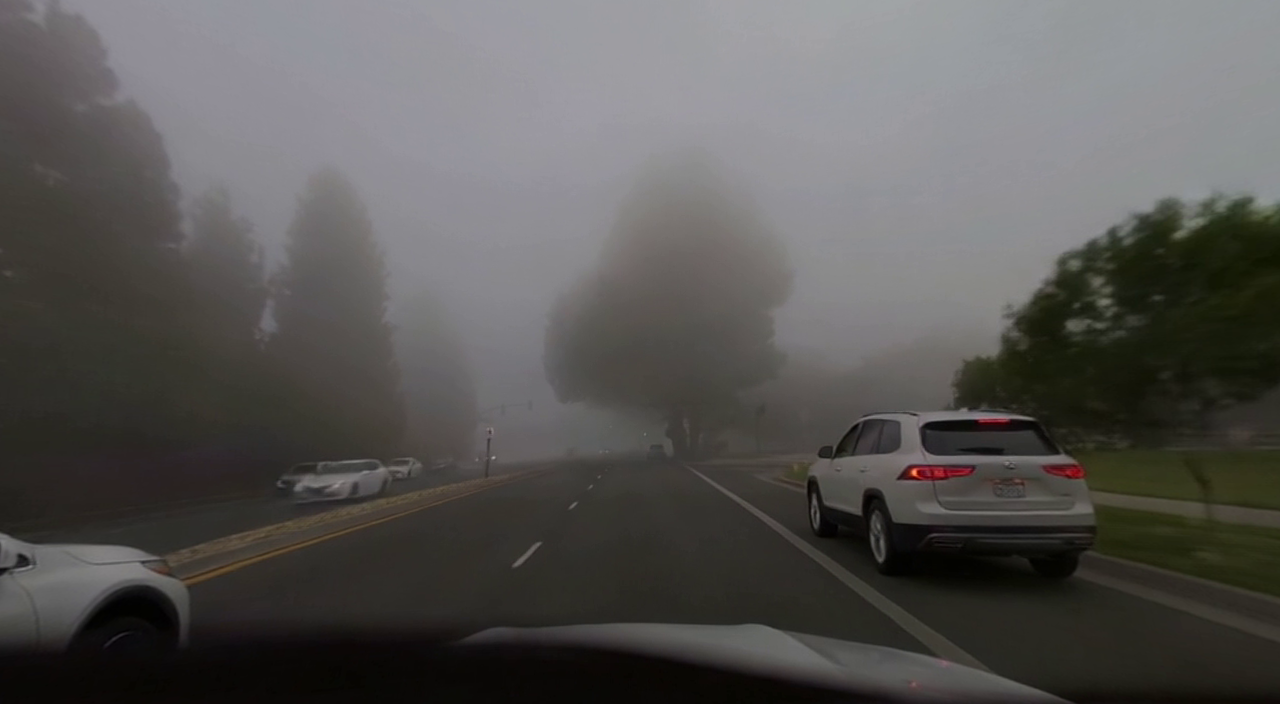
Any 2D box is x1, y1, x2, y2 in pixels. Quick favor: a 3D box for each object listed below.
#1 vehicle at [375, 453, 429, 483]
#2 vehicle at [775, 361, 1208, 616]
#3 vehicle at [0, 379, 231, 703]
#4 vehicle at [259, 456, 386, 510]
[{"bbox_3d":[-14.755,7.194,39.346,1.954,1.707,4.410,0,-8,-4],"label":"vehicle"},{"bbox_3d":[3.462,1.520,8.014,2.338,2.063,5.592,-1,-8,1],"label":"vehicle"},{"bbox_3d":[-3.530,0.808,1.488,2.058,1.659,4.514,0,-8,0],"label":"vehicle"},{"bbox_3d":[-10.300,4.248,20.917,1.928,1.482,4.649,0,-8,-2],"label":"vehicle"}]
